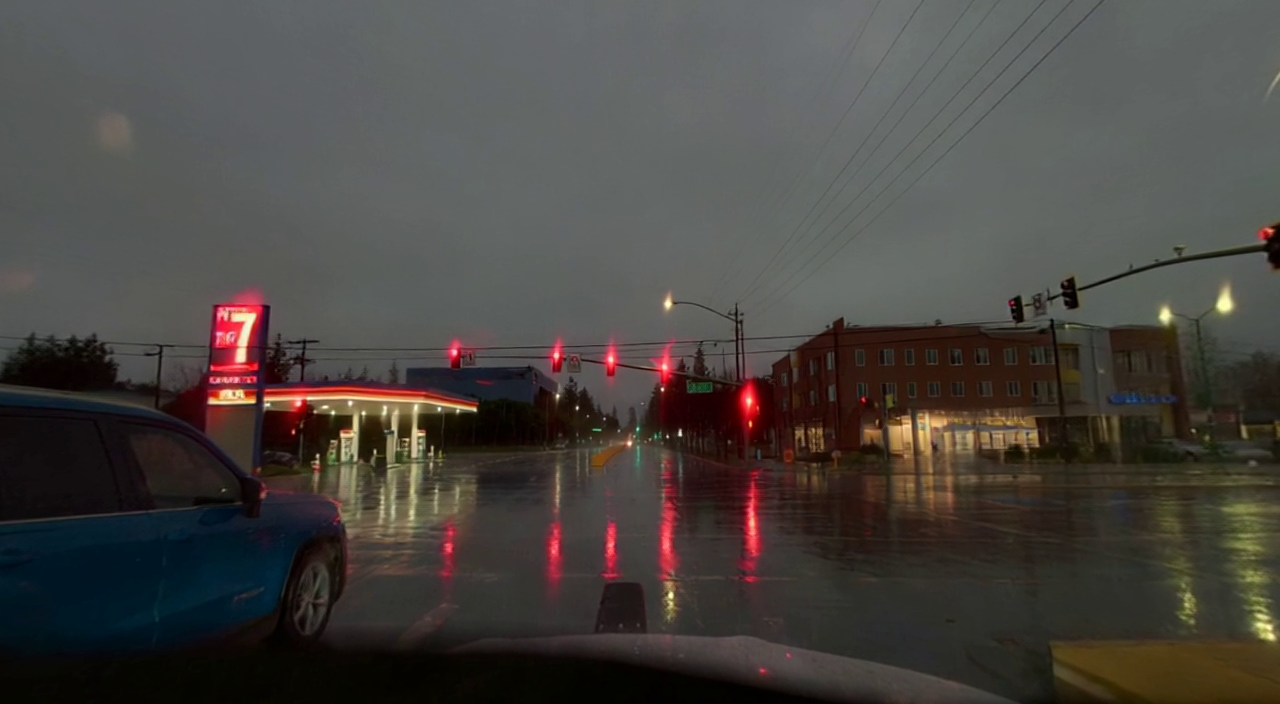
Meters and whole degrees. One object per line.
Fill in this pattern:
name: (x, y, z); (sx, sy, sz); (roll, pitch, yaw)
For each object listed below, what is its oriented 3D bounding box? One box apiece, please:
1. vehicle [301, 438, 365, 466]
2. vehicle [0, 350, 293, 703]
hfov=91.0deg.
vehicle: (-20.451, 6.683, 42.175); (2.004, 1.699, 4.486); (0, -9, 1)
vehicle: (-3.424, 0.799, 2.041); (2.053, 1.690, 4.364); (0, -9, 0)
